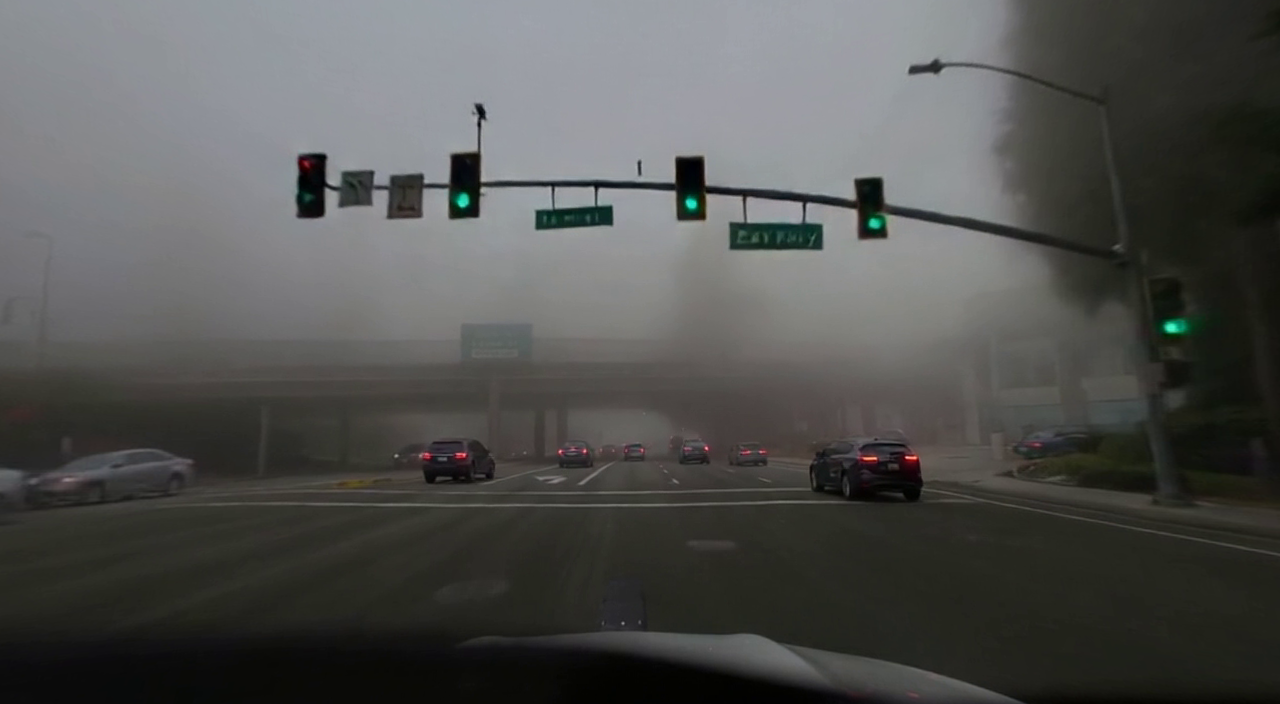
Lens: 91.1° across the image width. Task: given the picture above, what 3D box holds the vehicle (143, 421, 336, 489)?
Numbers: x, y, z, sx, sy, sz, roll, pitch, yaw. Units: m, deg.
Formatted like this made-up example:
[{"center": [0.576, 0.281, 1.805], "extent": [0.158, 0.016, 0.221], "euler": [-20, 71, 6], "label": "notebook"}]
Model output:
[{"center": [-19.224, 5.053, 31.346], "extent": [3.019, 2.822, 10.028], "euler": [0, -8, 0], "label": "vehicle"}]

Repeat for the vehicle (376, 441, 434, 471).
[{"center": [-15.418, 6.836, 41.469], "extent": [2.127, 1.830, 4.554], "euler": [0, -8, -1], "label": "vehicle"}]

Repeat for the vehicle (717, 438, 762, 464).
[{"center": [6.076, 6.131, 38.951], "extent": [1.924, 1.527, 4.268], "euler": [0, -8, -2], "label": "vehicle"}]

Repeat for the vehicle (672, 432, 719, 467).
[{"center": [2.929, 5.236, 33.866], "extent": [2.034, 1.762, 4.420], "euler": [0, -8, -1], "label": "vehicle"}]

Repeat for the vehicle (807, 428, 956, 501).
[{"center": [6.101, 2.893, 16.562], "extent": [2.056, 1.624, 4.498], "euler": [0, -8, -1], "label": "vehicle"}]

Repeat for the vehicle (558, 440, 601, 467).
[{"center": [-3.394, 5.806, 36.041], "extent": [2.041, 1.466, 4.212], "euler": [0, -8, 0], "label": "vehicle"}]

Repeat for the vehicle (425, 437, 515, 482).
[{"center": [-6.058, 3.883, 22.973], "extent": [2.070, 1.488, 4.376], "euler": [0, -8, 0], "label": "vehicle"}]

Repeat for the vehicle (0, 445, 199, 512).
[{"center": [-15.264, 3.484, 17.912], "extent": [1.975, 1.648, 4.545], "euler": [0, -8, 0], "label": "vehicle"}]

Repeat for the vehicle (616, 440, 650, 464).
[{"center": [-0.451, 6.367, 40.138], "extent": [2.026, 1.453, 3.780], "euler": [0, -8, -1], "label": "vehicle"}]
